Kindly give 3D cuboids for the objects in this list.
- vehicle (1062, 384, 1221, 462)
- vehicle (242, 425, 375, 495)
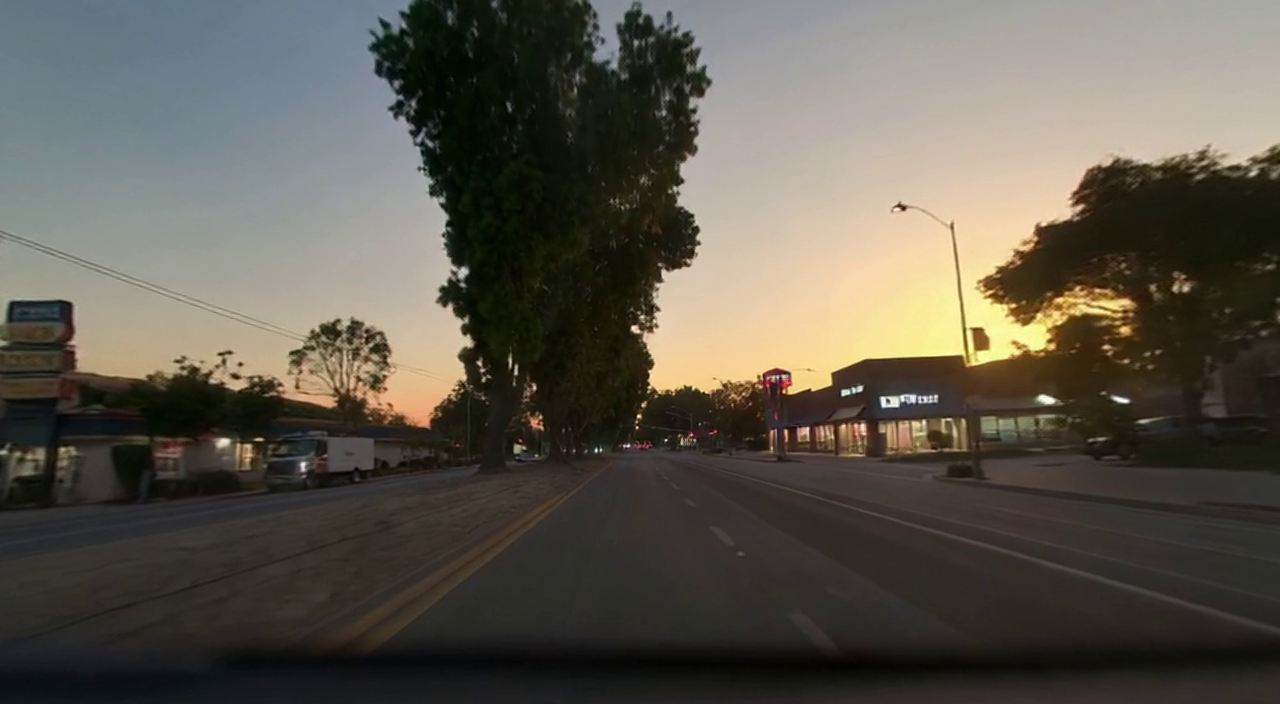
[{"bbox_3d":[28.934,4.177,36.462,8.627,4.134,2.881,3,-9,-22],"label":"vehicle"},{"bbox_3d":[-19.571,6.448,38.279,2.966,3.698,9.217,0,-9,0],"label":"vehicle"}]
